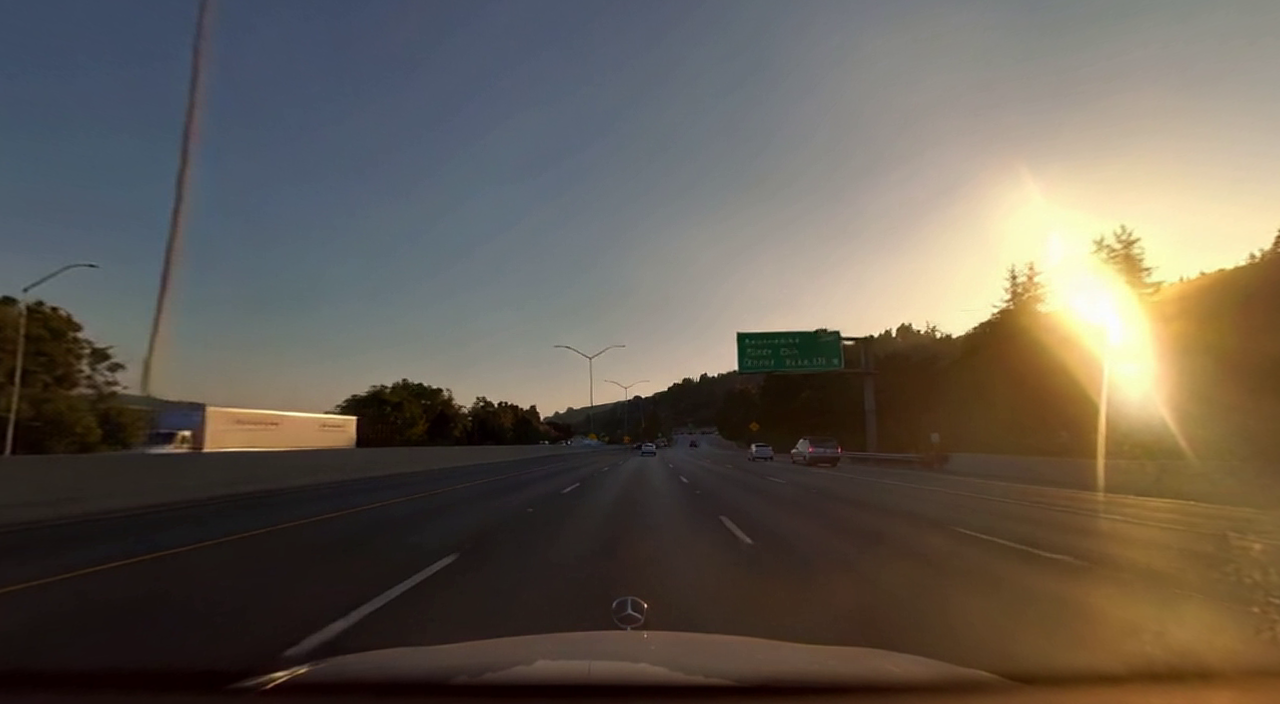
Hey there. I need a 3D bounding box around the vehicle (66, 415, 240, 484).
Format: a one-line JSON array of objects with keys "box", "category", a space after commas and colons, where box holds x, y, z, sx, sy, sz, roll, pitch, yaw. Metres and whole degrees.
[{"box": [-21.461, 4.371, 28.351, 2.626, 2.725, 6.211, 0, -9, 2], "category": "vehicle"}]

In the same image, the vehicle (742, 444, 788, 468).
[{"box": [8.026, 6.733, 40.913, 2.056, 1.465, 4.304, 0, -8, 0], "category": "vehicle"}]
